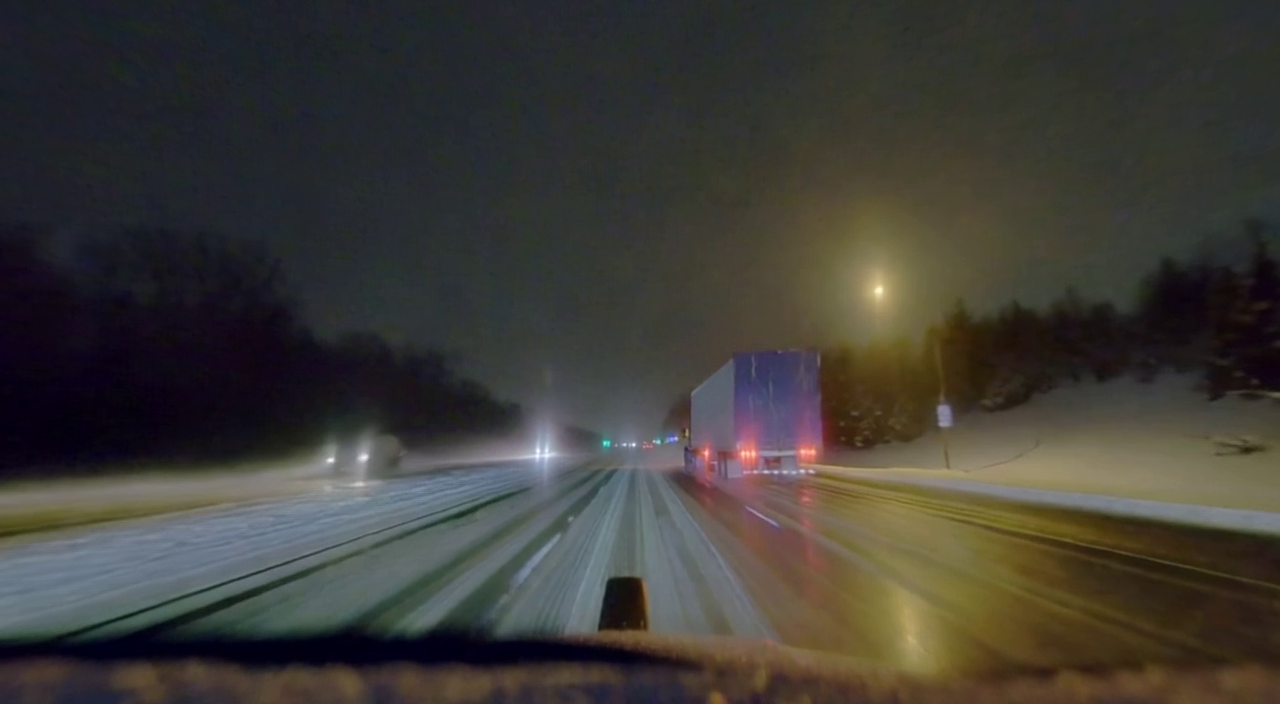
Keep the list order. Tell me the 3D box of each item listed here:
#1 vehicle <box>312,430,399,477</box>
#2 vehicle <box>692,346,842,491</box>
[{"bbox_3d":[-18.303,6.553,40.845,2.512,2.796,6.375,0,-8,1],"label":"vehicle"},{"bbox_3d":[4.174,2.917,24.938,2.933,4.100,14.317,0,-8,0],"label":"vehicle"}]
